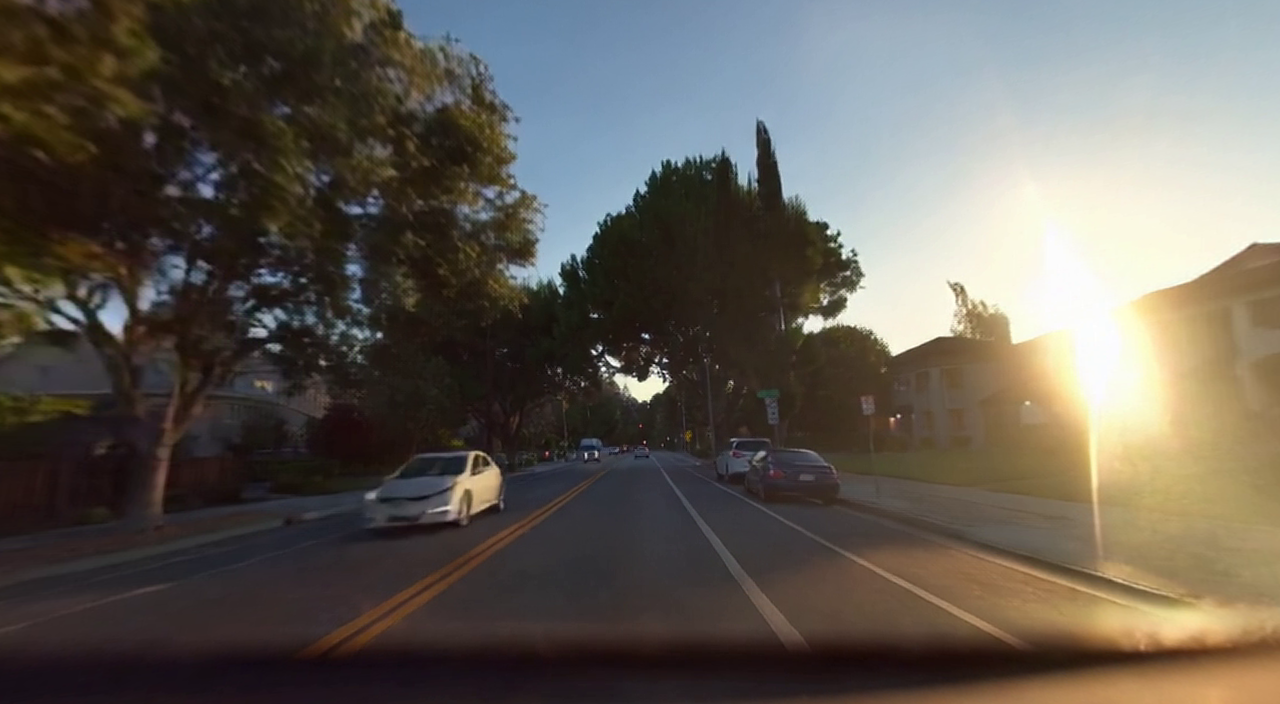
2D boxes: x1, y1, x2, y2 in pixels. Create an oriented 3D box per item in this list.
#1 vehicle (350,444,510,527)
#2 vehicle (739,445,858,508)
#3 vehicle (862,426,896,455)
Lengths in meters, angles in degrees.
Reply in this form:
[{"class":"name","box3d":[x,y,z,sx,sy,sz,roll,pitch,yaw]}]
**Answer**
[{"class":"vehicle","box3d":[-4.373,2.822,14.014,1.960,1.521,4.397,0,-9,1]},{"class":"vehicle","box3d":[3.961,3.174,16.682,1.874,1.415,4.683,0,-9,0]},{"class":"vehicle","box3d":[17.193,6.402,45.717,2.068,1.963,5.037,-3,-9,19]}]
